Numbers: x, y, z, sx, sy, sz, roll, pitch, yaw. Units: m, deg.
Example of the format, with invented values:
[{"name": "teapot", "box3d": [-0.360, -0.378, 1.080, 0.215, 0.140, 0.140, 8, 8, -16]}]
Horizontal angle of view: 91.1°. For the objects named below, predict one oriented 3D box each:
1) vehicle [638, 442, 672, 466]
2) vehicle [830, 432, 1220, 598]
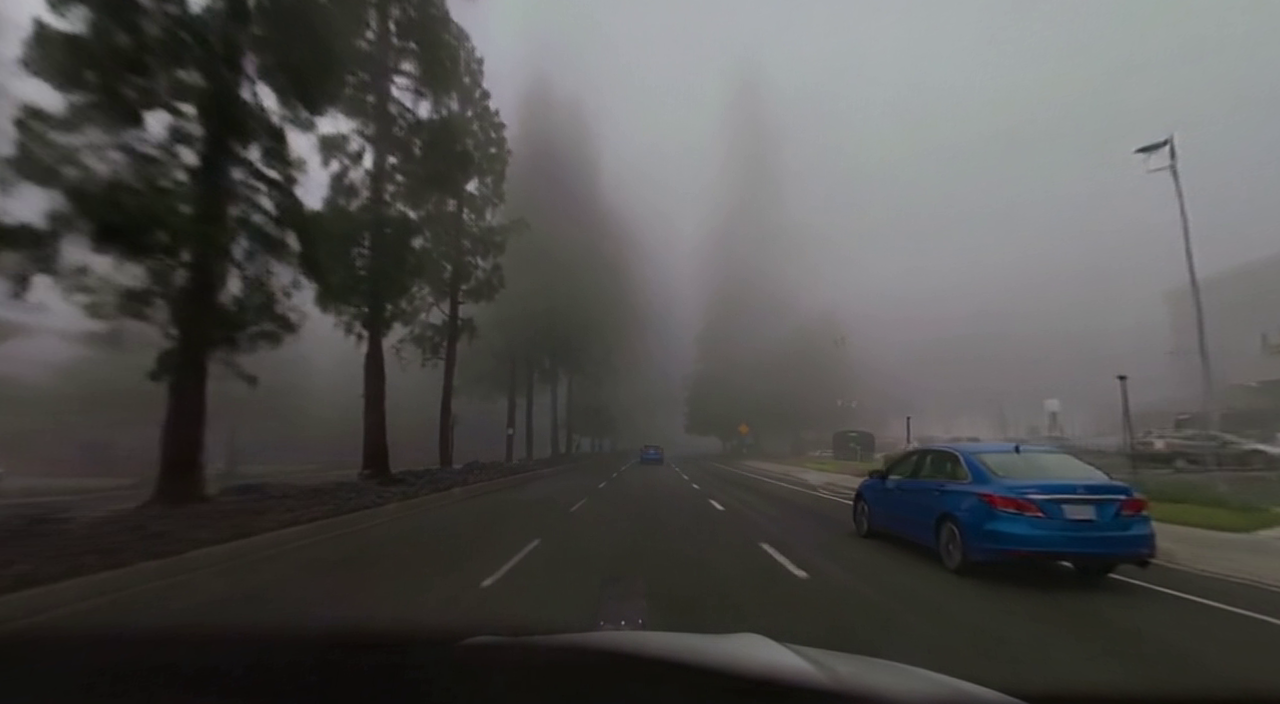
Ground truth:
[{"name": "vehicle", "box3d": [0.977, 6.782, 41.835, 2.144, 1.505, 4.128, 0, -8, 0]}, {"name": "vehicle", "box3d": [4.197, 1.821, 8.040, 2.053, 1.482, 4.568, 0, -9, -1]}]
